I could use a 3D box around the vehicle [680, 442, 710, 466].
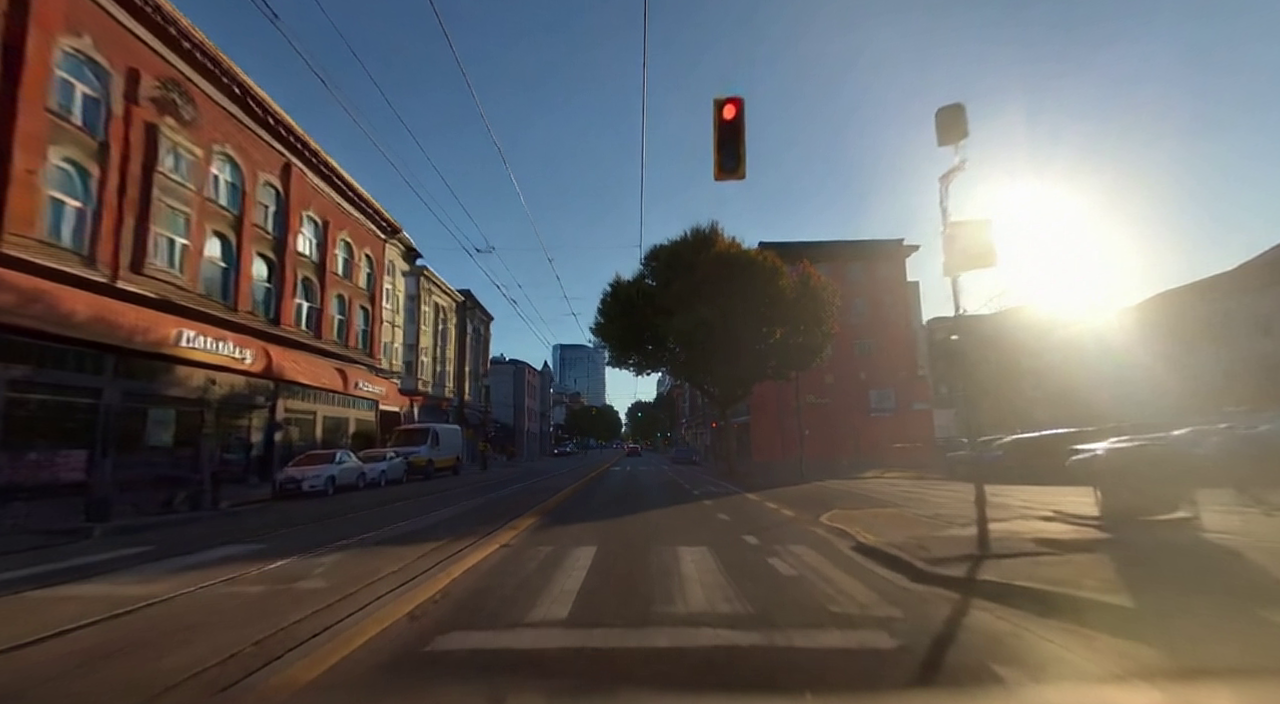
[{"bbox_3d":[3.707,6.916,43.001,1.819,1.546,3.681,0,-8,1],"label":"vehicle"}]

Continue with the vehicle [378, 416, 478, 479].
[{"bbox_3d":[-10.478,4.825,32.051,2.378,2.765,7.920,0,-8,-1],"label":"vehicle"}]

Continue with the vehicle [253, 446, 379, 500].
[{"bbox_3d":[-10.025,3.742,19.894,1.897,1.464,4.209,0,-8,-3],"label":"vehicle"}]
